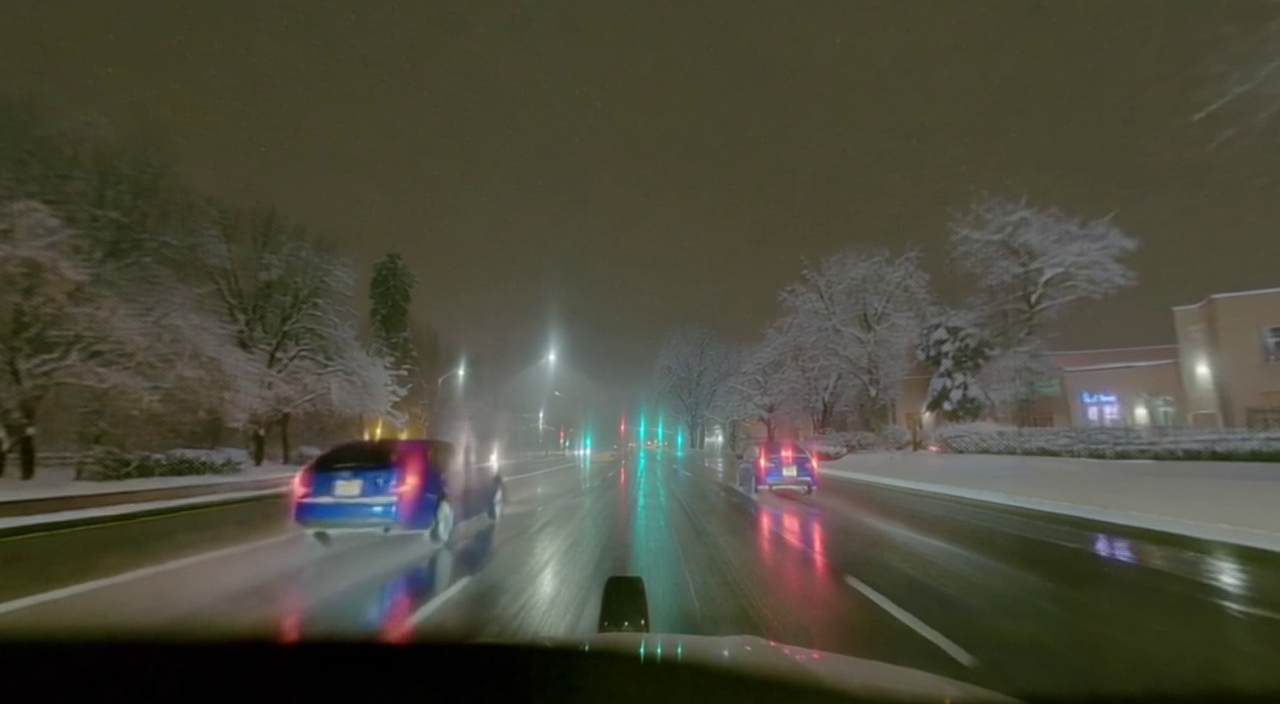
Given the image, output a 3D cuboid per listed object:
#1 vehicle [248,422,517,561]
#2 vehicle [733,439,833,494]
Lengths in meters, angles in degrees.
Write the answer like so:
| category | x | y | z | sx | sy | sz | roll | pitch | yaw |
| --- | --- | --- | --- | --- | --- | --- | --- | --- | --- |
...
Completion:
| category | x | y | z | sx | sy | sz | roll | pitch | yaw |
| --- | --- | --- | --- | --- | --- | --- | --- | --- | --- |
| vehicle | -3.256 | 1.852 | 9.099 | 2.001 | 1.504 | 4.212 | 0 | -8 | 2 |
| vehicle | 4.215 | 3.433 | 19.323 | 1.977 | 1.474 | 4.399 | 0 | -8 | -1 |
